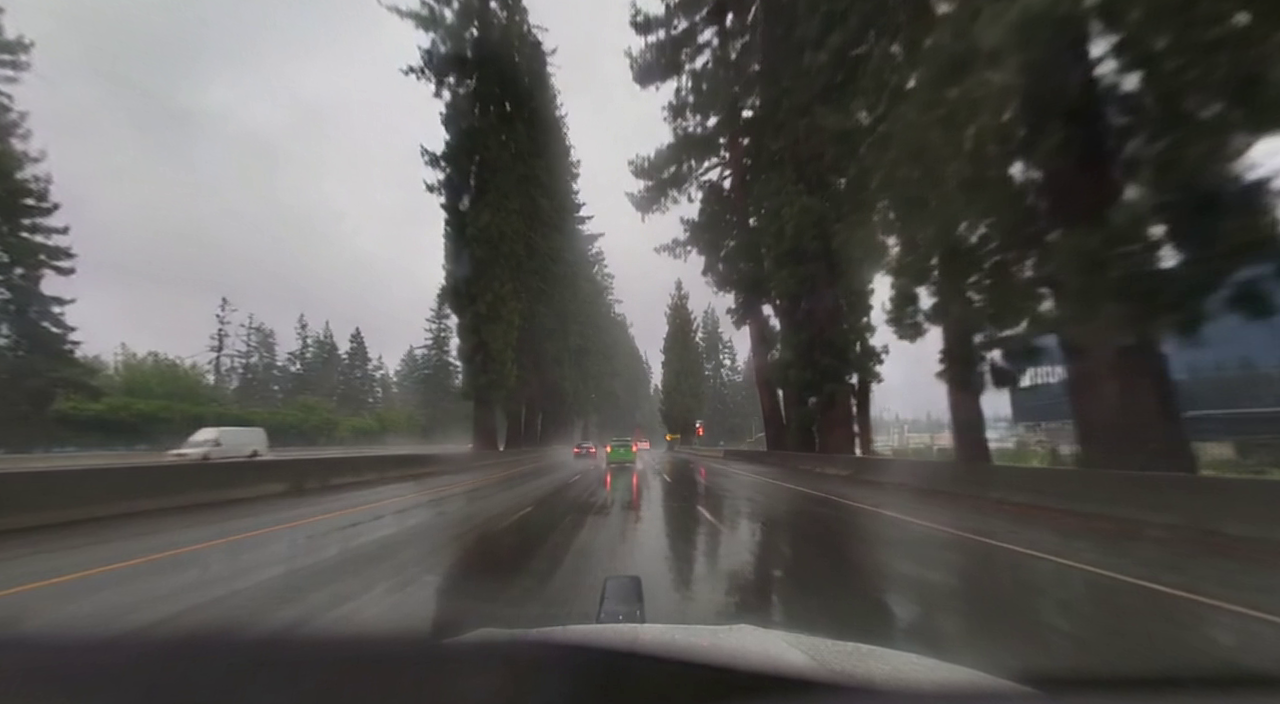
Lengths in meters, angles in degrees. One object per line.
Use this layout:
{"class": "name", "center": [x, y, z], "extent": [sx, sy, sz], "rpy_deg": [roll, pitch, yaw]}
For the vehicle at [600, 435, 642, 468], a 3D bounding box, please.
{"class": "vehicle", "center": [-1.116, 5.837, 37.070], "extent": [2.302, 1.810, 4.707], "rpy_deg": [0, -8, -1]}
